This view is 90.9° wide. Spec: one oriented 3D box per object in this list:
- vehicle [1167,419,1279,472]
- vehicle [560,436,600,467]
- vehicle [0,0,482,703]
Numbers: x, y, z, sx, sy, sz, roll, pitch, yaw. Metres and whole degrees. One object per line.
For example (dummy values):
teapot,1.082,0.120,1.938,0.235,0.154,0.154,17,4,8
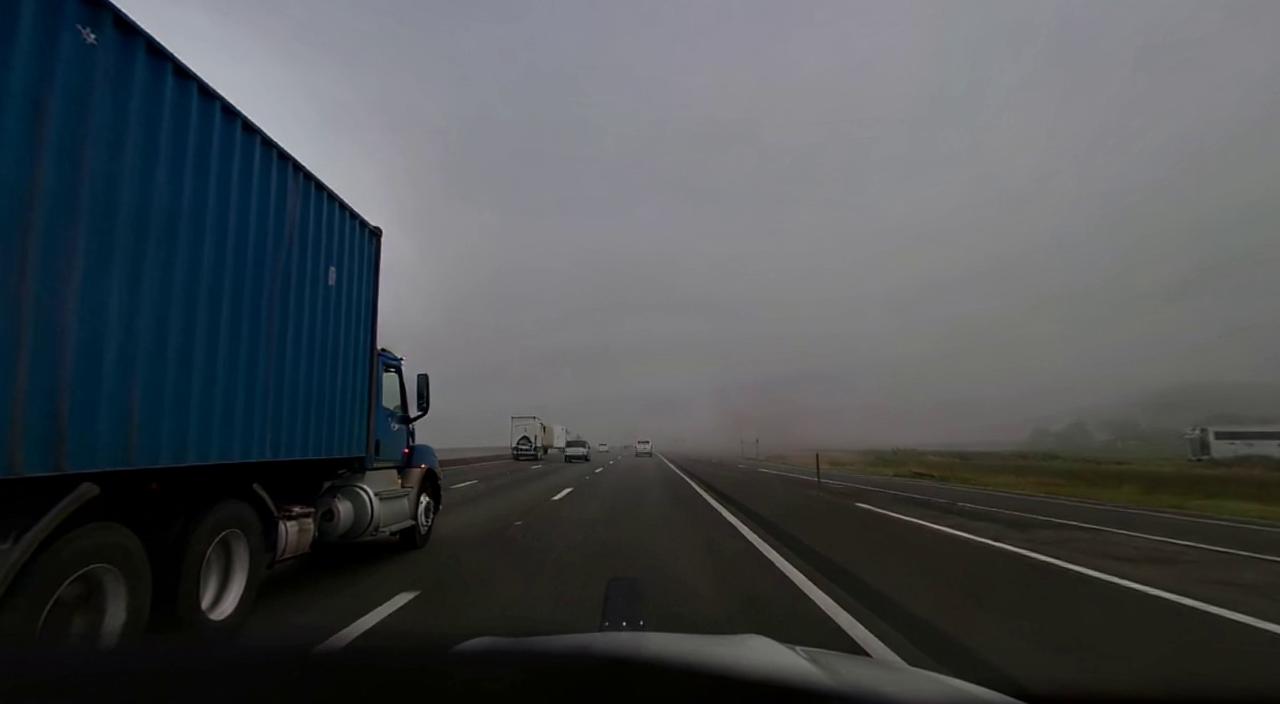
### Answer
vehicle,43.744,6.589,44.566,3.198,3.490,9.353,3,-9,-20
vehicle,-3.554,6.019,38.153,1.995,1.745,4.187,0,-8,0
vehicle,-3.970,0.210,5.825,2.987,3.868,7.576,0,-8,0
